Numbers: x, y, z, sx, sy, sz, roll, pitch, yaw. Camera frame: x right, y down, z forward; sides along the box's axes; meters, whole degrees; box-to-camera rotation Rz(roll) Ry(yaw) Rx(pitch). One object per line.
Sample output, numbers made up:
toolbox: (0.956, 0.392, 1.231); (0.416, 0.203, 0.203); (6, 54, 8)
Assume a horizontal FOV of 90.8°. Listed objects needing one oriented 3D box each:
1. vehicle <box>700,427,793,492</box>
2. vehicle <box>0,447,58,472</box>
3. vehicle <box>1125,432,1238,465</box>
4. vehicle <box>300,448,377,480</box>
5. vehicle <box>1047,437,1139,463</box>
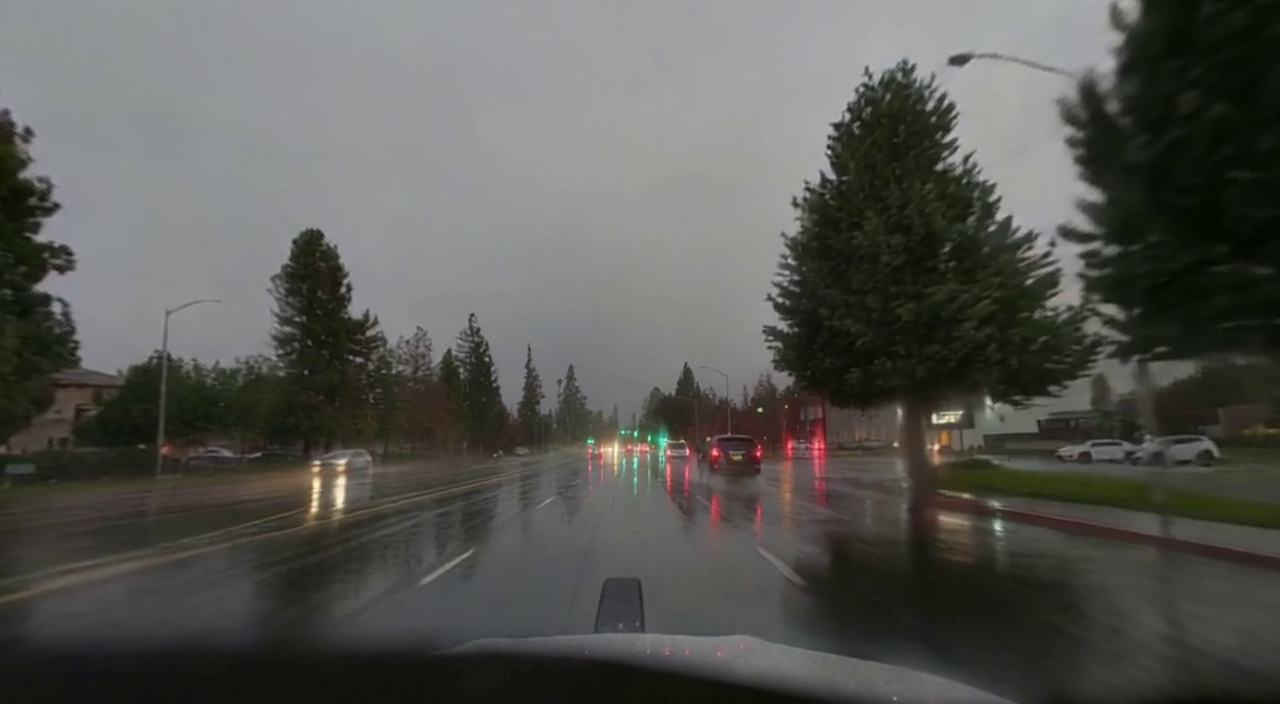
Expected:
vehicle: (3.210, 3.363, 20.017); (2.060, 1.816, 4.343); (0, -8, -2)
vehicle: (-45.981, 7.741, 45.683); (5.412, 1.708, 2.213); (0, -8, -1)
vehicle: (31.165, 5.519, 36.421); (5.111, 1.834, 2.093); (1, -8, -11)
vehicle: (-16.392, 6.092, 34.661); (1.988, 1.619, 4.561); (0, -8, 0)
vehicle: (30.316, 6.567, 42.379); (4.607, 1.683, 2.217); (1, -8, -8)
